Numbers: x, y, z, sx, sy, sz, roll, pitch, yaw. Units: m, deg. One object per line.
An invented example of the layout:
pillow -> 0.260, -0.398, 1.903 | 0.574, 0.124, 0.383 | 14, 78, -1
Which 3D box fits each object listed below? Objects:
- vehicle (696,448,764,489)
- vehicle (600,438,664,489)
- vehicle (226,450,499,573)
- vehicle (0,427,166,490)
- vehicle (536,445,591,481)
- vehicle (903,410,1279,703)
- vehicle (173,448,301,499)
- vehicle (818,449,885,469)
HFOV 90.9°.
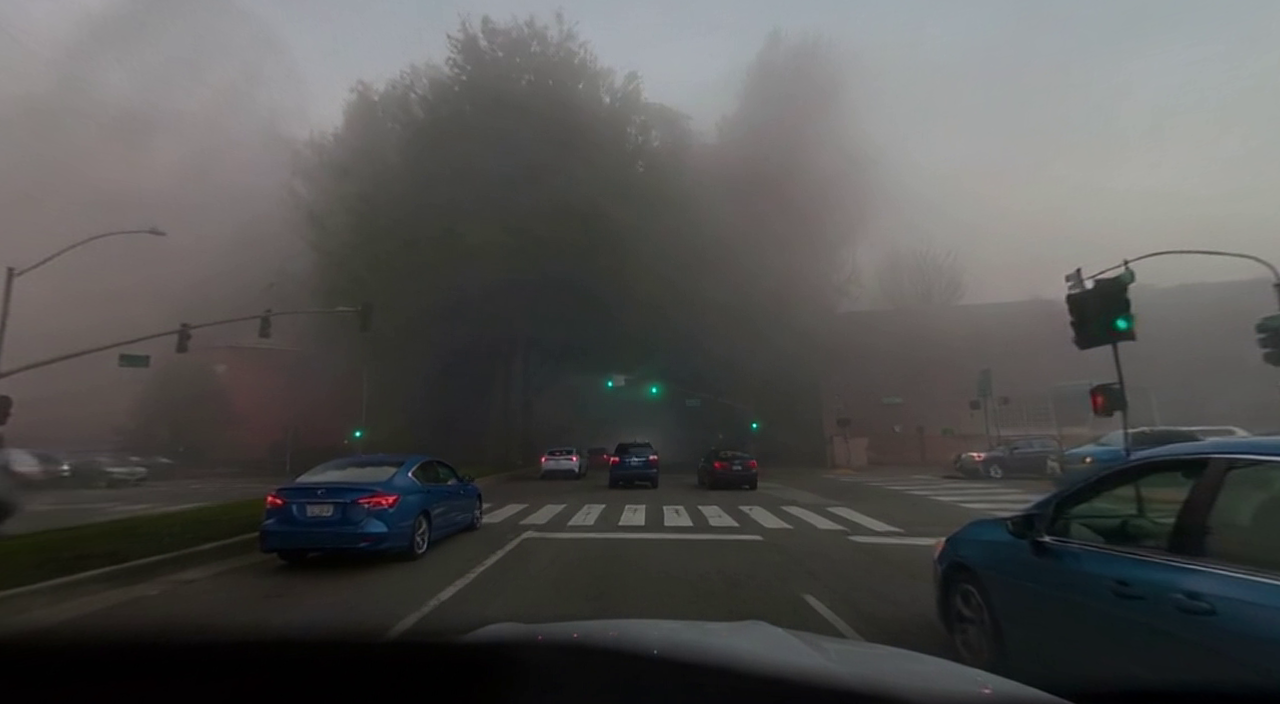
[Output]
vehicle -> 3.476, 4.599, 25.247 | 2.058, 1.472, 4.317 | 0, -9, 0
vehicle -> -0.297, 4.469, 25.608 | 2.361, 1.898, 4.465 | 0, -9, 0
vehicle -> -3.622, 2.127, 9.201 | 2.115, 1.369, 3.908 | 0, -9, 2
vehicle -> -35.100, 6.298, 37.619 | 12.467, 3.385, 3.314 | -2, -9, 13
vehicle -> -3.699, 5.443, 31.190 | 2.130, 1.645, 3.995 | 0, -9, 1
vehicle -> 3.096, 1.029, 2.668 | 2.052, 1.475, 4.540 | 0, -9, 1
vehicle -> -16.102, 4.814, 25.564 | 1.906, 1.839, 4.845 | 0, -9, 0
vehicle -> 16.175, 8.194, 48.367 | 4.407, 1.492, 1.930 | 0, -9, 2
